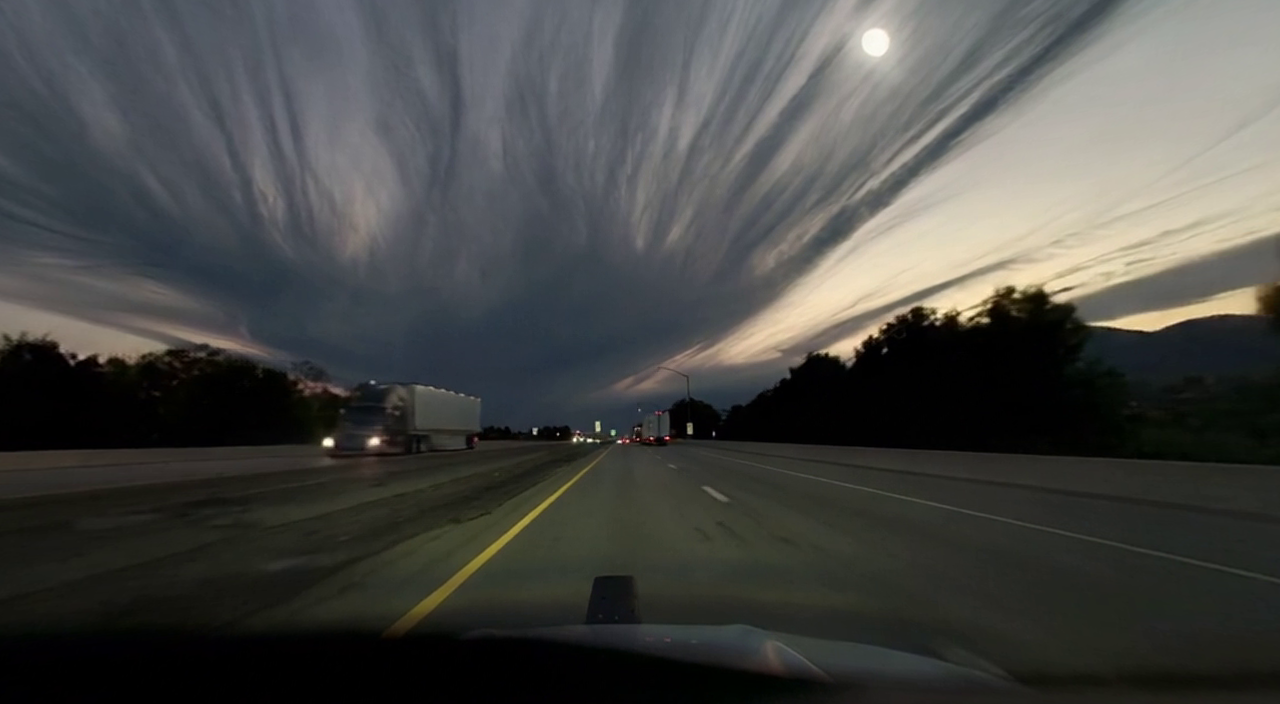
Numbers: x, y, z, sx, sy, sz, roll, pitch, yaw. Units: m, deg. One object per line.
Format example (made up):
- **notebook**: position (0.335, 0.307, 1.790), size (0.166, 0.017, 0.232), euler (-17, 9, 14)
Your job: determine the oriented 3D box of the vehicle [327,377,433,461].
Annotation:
- **vehicle**: position (-13.222, 3.552, 32.676), size (2.992, 3.967, 5.823), euler (0, -8, -1)
